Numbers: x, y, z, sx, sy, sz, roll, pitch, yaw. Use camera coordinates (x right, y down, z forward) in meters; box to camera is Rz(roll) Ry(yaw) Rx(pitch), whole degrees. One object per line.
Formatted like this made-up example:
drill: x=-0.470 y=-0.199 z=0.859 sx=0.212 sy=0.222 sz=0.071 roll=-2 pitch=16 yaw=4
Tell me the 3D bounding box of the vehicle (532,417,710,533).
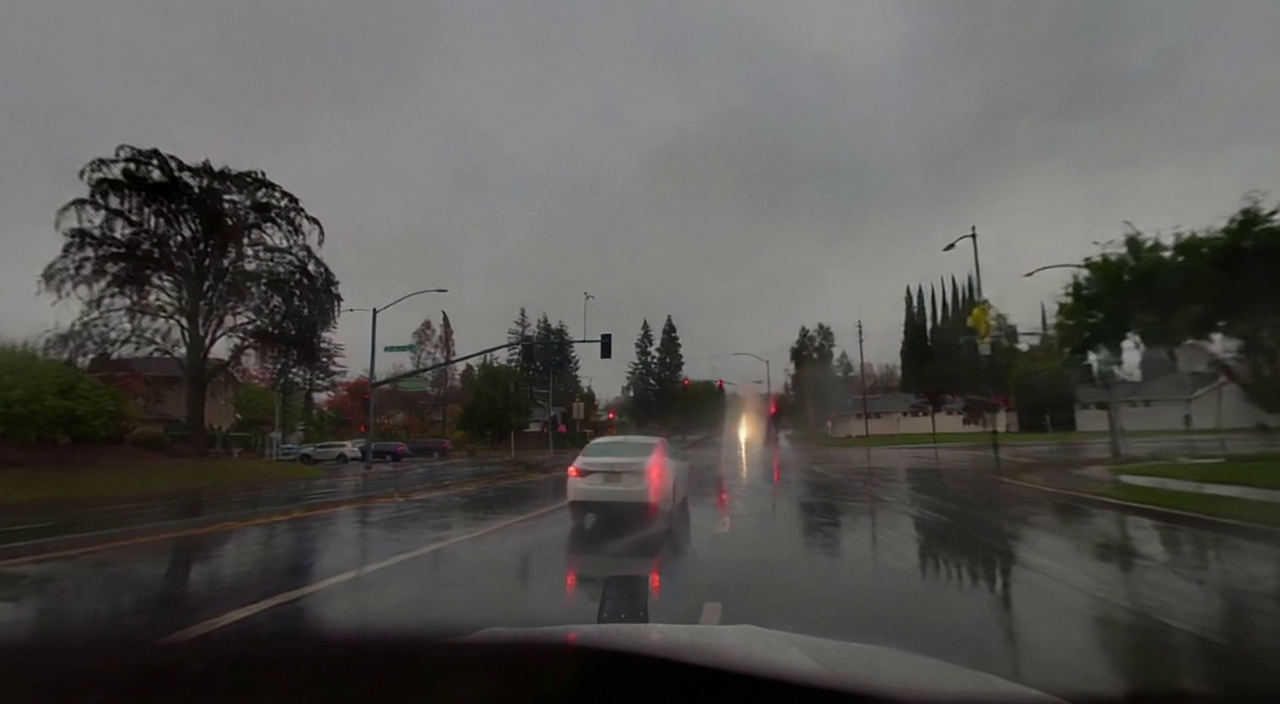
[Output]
vehicle: x=-0.026 y=2.066 z=11.223 sx=2.139 sy=1.564 sz=4.901 roll=-1 pitch=-9 yaw=10
